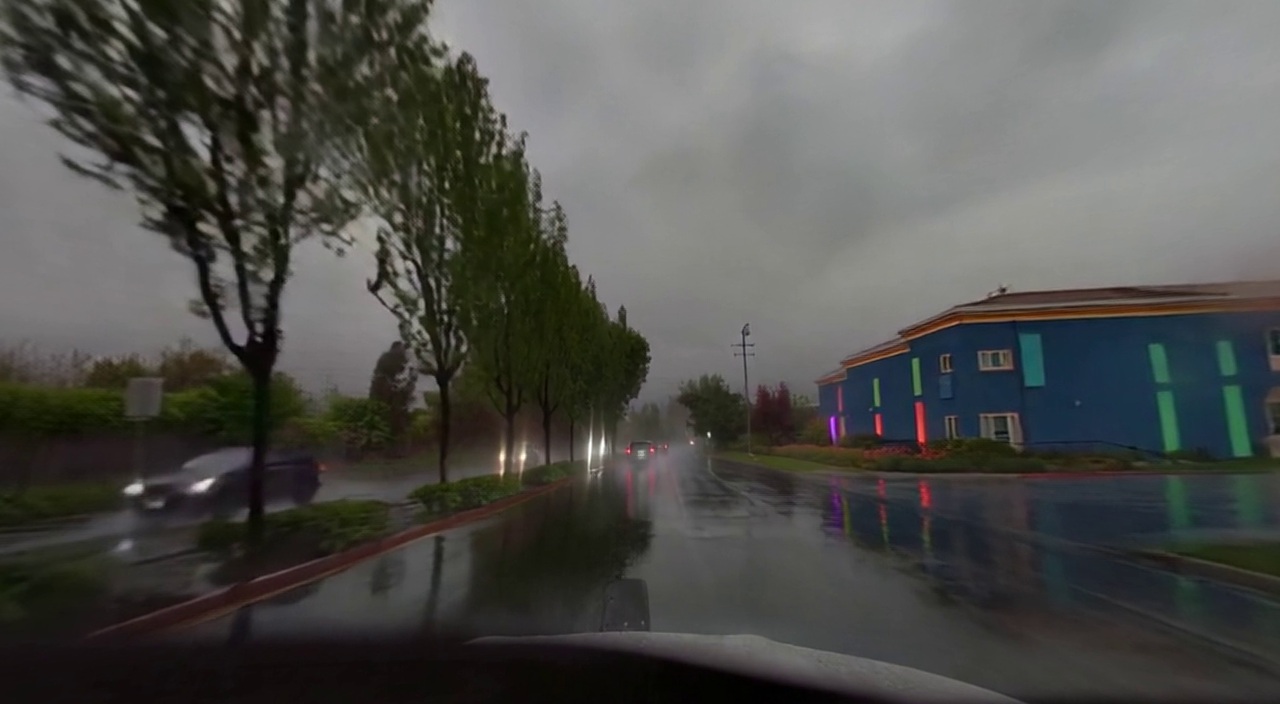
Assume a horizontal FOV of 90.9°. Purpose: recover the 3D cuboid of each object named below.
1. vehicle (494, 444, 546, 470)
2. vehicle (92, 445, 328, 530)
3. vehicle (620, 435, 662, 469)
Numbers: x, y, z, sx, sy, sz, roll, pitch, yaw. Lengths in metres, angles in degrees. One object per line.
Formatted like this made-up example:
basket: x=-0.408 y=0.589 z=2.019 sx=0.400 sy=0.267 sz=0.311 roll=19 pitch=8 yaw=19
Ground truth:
vehicle: x=-7.223 y=6.349 z=38.275 sx=2.040 sy=1.465 sz=4.448 roll=0 pitch=-8 yaw=3
vehicle: x=-9.020 y=2.819 z=13.822 sx=1.935 sy=1.522 sz=4.348 roll=0 pitch=-8 yaw=3
vehicle: x=0.132 y=5.398 z=34.111 sx=2.129 sy=1.713 sz=4.314 roll=0 pitch=-8 yaw=2
